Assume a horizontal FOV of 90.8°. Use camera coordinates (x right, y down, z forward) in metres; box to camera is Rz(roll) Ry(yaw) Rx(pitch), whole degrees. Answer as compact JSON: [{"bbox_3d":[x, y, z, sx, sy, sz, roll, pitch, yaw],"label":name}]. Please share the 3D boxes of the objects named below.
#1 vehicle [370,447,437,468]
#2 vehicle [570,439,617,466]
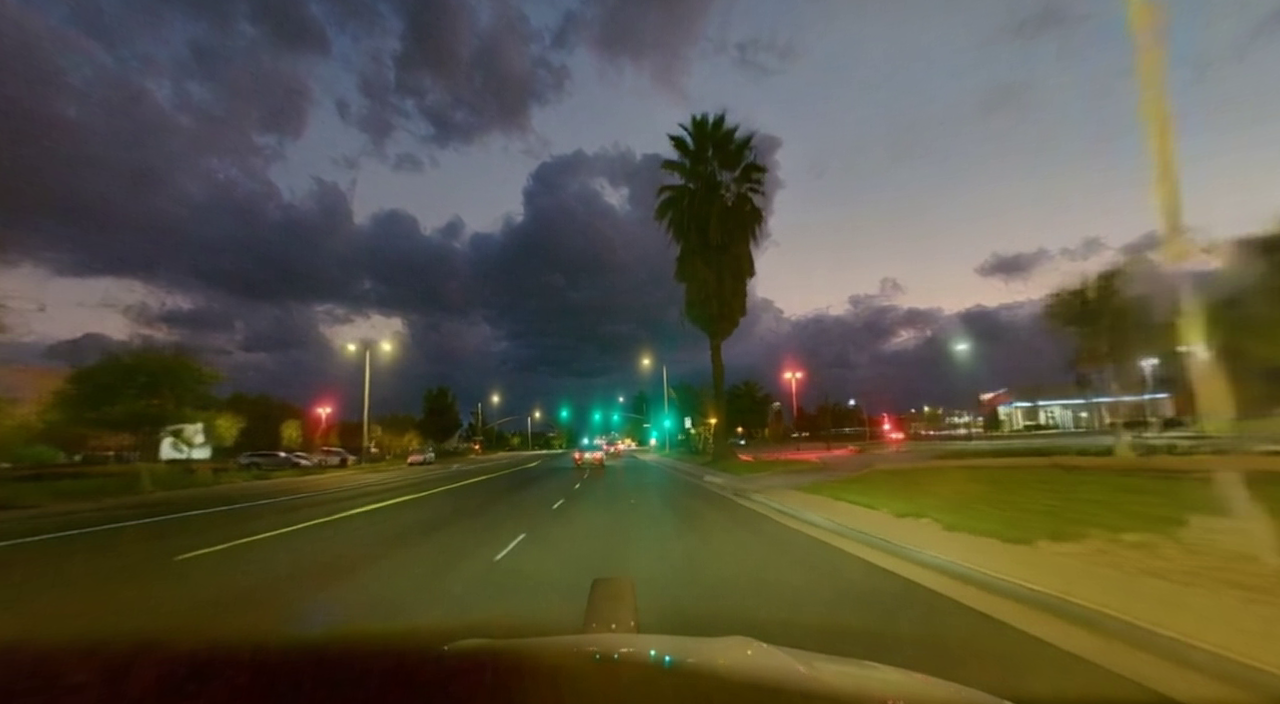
[{"bbox_3d":[-18.154,8.067,48.451,4.784,1.487,1.903,-4,-9,23],"label":"vehicle"},{"bbox_3d":[-2.751,6.097,38.370,2.060,1.526,3.859,-1,-9,7],"label":"vehicle"}]
